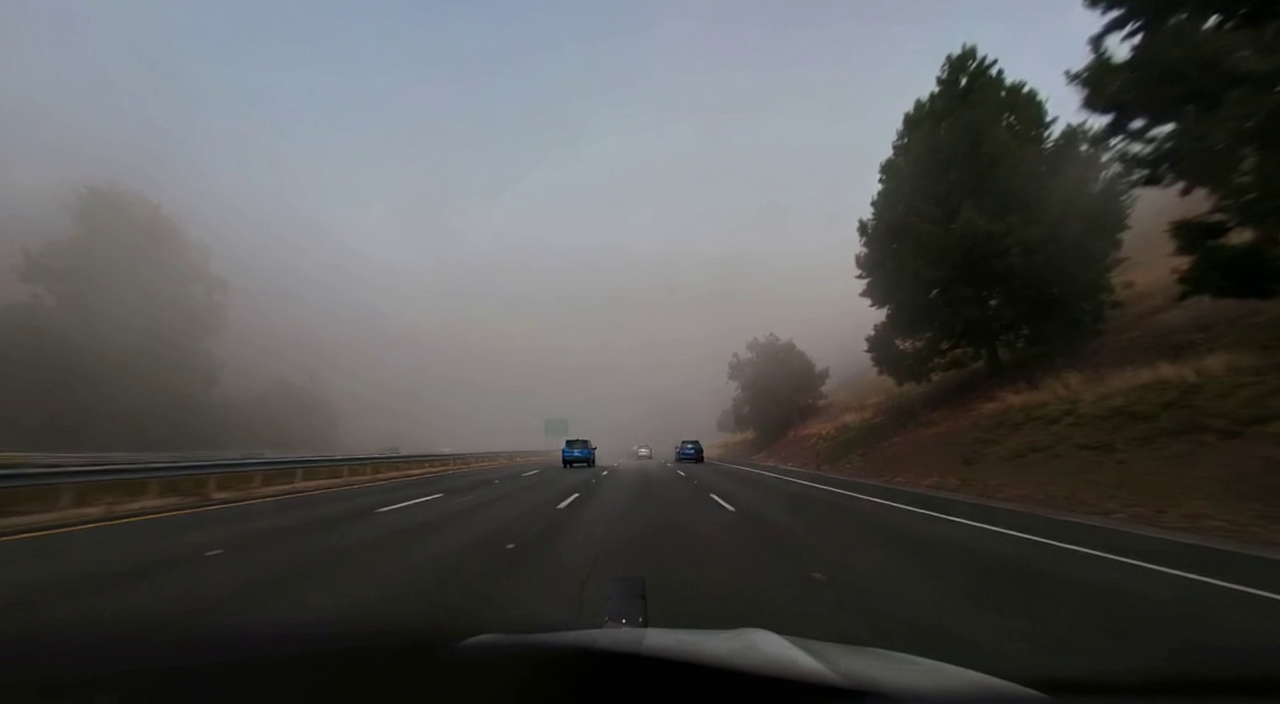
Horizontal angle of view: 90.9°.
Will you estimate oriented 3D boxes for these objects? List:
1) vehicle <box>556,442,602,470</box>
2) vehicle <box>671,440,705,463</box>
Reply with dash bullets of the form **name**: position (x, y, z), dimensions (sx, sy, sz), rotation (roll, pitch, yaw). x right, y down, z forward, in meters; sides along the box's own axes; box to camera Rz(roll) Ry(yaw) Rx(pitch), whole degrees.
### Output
- **vehicle**: position (-3.537, 6.103, 37.337), dimensions (2.159, 1.562, 4.441), rotation (0, -8, 1)
- **vehicle**: position (3.591, 7.557, 48.066), dimensions (2.168, 1.681, 4.279), rotation (0, -8, 0)
